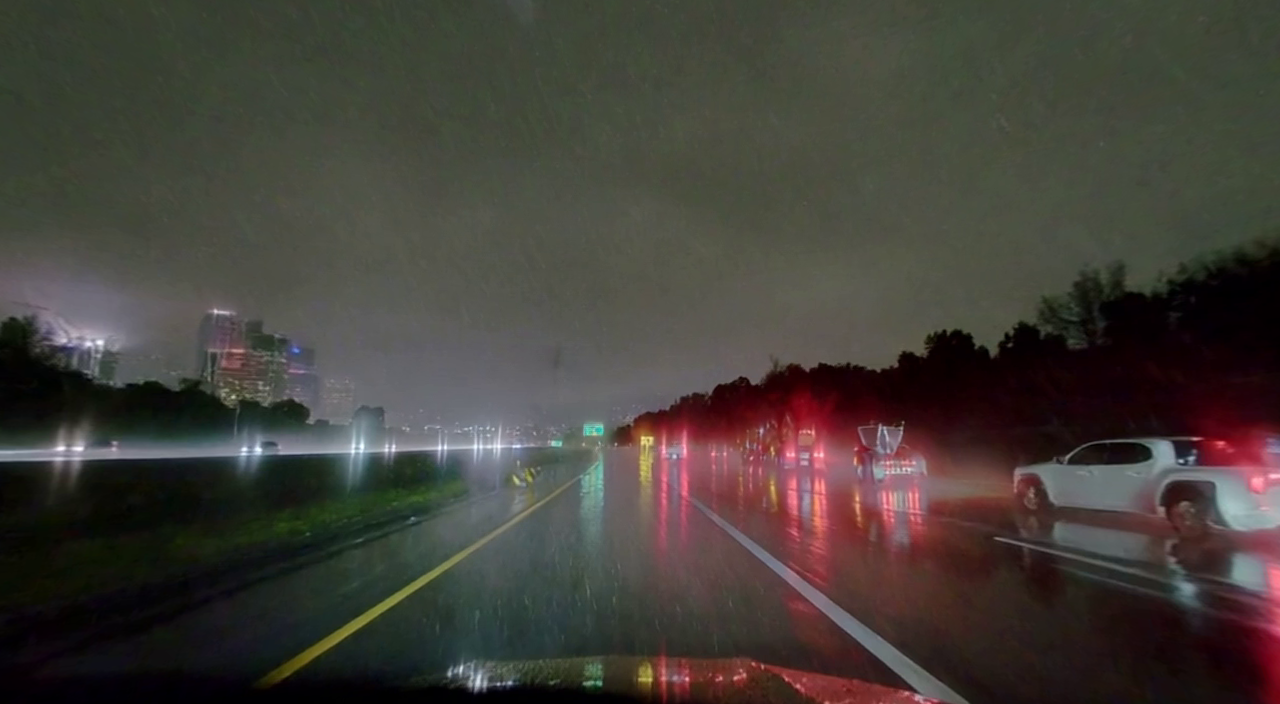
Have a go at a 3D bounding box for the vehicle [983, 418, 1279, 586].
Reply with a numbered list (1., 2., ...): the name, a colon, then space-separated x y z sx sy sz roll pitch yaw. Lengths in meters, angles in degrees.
1. vehicle: 6.810 1.712 8.144 2.106 1.519 4.560 0 -8 -2

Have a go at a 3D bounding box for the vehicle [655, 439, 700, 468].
1. vehicle: 2.328 6.499 40.508 2.305 1.729 4.526 0 -8 -4

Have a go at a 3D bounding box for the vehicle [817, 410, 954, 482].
1. vehicle: 10.091 3.983 26.949 2.873 2.663 6.922 0 -8 -2
